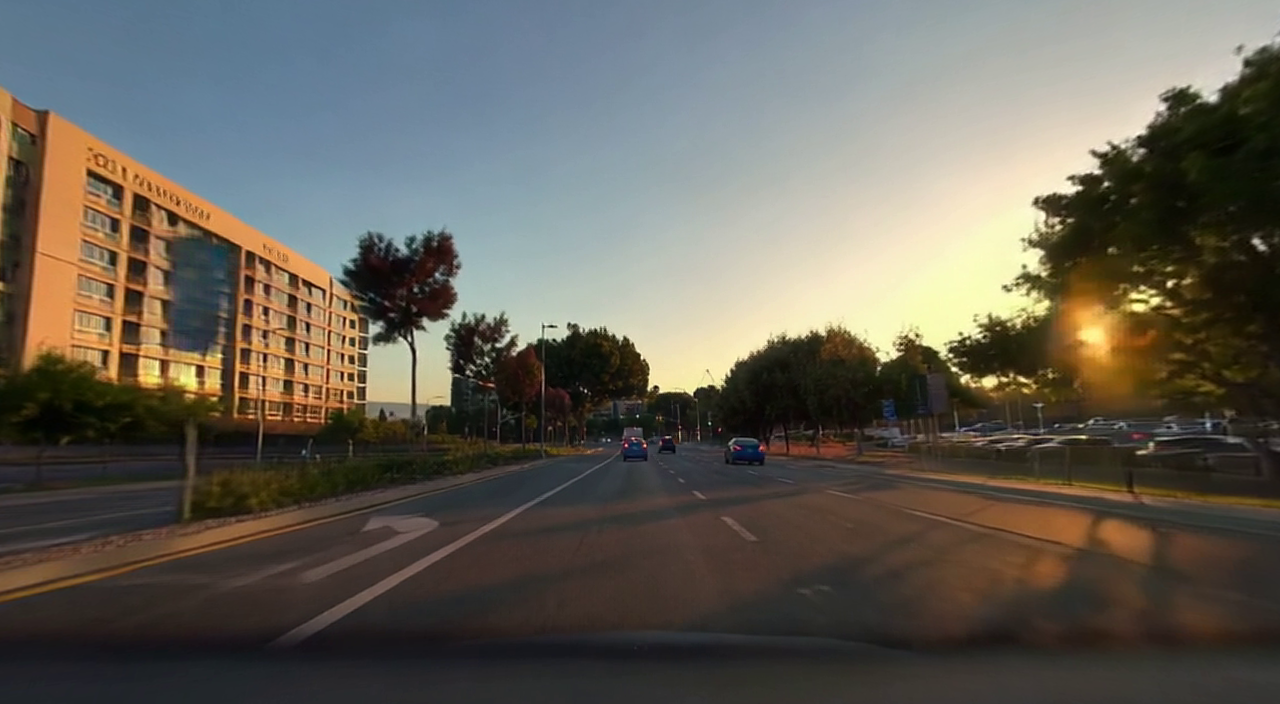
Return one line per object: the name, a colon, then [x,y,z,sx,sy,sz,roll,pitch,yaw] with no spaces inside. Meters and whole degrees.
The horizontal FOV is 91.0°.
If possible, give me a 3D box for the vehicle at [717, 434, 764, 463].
vehicle: [6.600,6.423,41.778,2.136,1.799,4.796,1,-9,-2]
